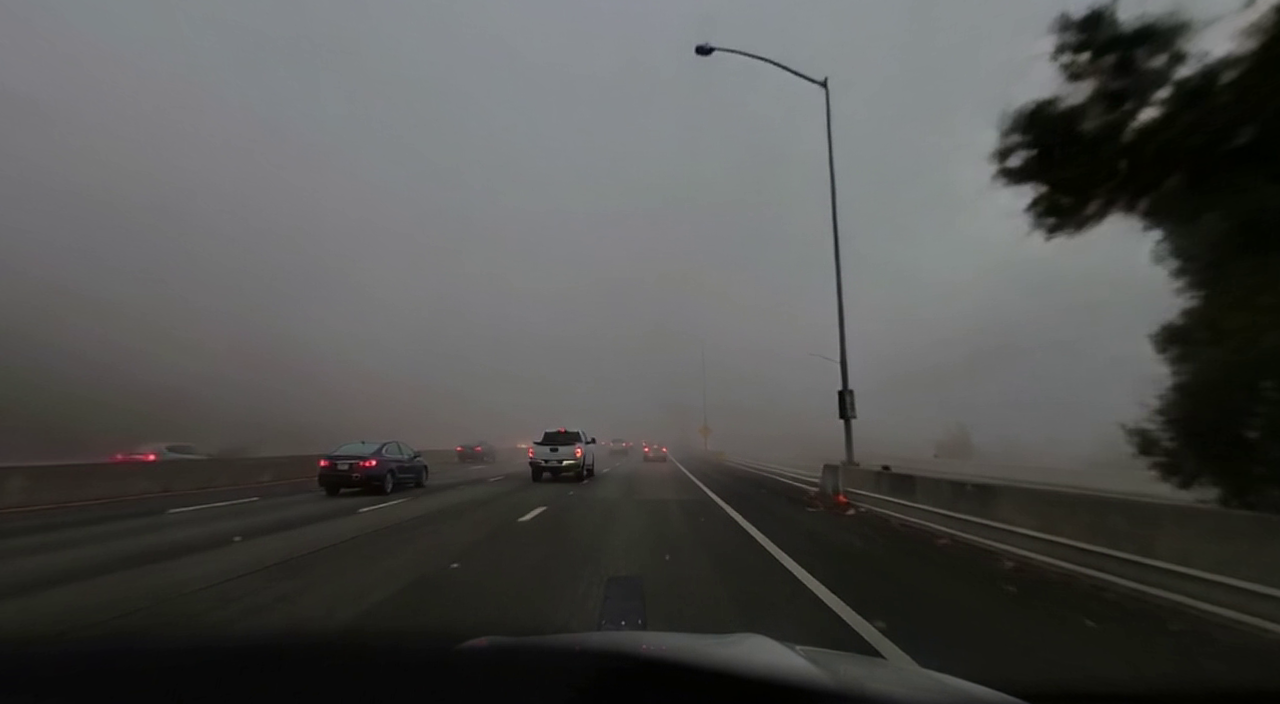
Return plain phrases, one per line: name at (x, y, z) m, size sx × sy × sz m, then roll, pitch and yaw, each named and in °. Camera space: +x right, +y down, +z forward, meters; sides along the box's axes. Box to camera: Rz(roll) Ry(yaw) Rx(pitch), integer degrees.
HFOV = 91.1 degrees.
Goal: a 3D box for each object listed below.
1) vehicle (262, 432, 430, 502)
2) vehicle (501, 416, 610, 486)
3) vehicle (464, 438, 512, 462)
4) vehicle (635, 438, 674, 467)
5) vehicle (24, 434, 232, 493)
vehicle at (-7.104, 2.804, 15.798) m, size 1.964 × 1.481 × 4.425 m, roll 0°, pitch -8°, yaw 2°
vehicle at (-2.684, 3.431, 22.154) m, size 2.815 × 2.092 × 6.526 m, roll 0°, pitch -8°, yaw 1°
vehicle at (-9.976, 6.474, 41.493) m, size 1.915 × 1.472 × 4.502 m, roll 0°, pitch -8°, yaw 2°
vehicle at (0.760, 5.512, 34.688) m, size 2.013 × 1.444 × 4.447 m, roll 0°, pitch -8°, yaw 1°
vehicle at (-14.500, 3.165, 18.270) m, size 1.938 × 1.475 × 4.760 m, roll 0°, pitch -8°, yaw 2°
